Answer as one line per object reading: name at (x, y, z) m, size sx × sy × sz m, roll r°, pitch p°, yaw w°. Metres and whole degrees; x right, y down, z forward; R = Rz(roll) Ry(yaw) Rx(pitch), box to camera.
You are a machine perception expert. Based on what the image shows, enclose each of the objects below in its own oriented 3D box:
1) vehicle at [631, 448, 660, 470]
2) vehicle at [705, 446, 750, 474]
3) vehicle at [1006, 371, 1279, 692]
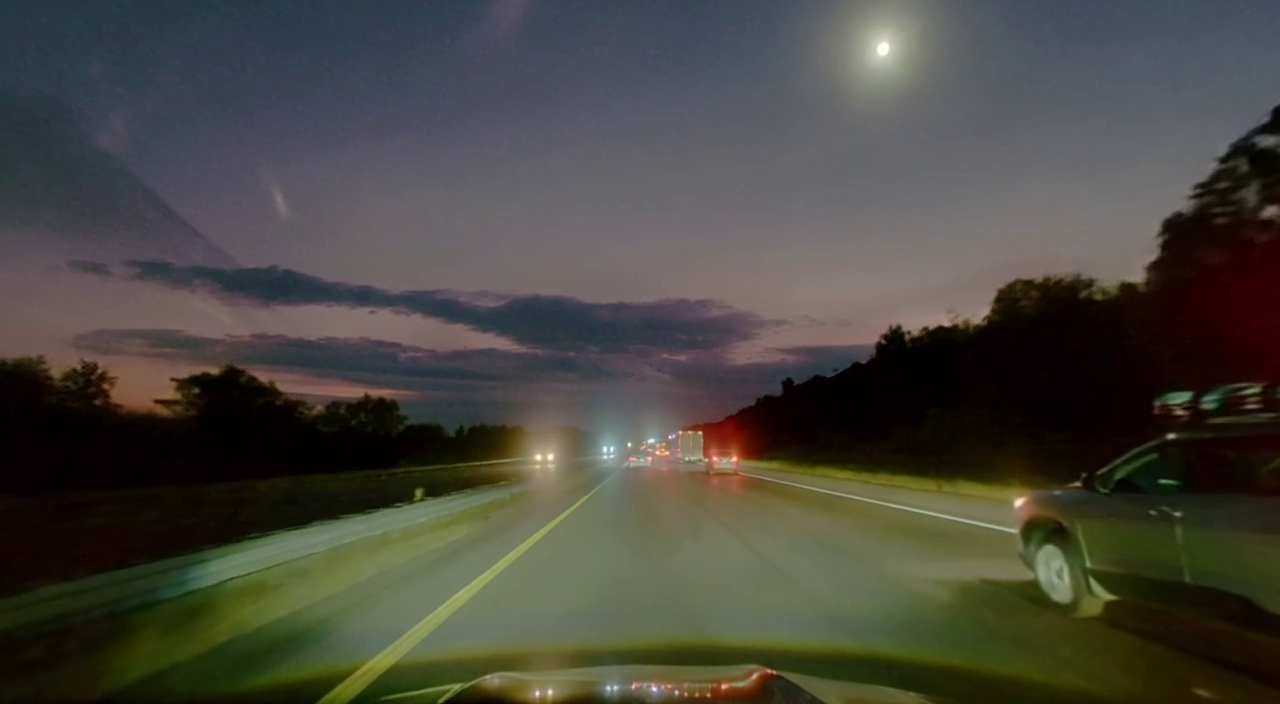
vehicle at (0.383, 7.853, 46.364) m, size 1.991 × 1.459 × 3.769 m, roll 0°, pitch -9°, yaw 0°
vehicle at (4.938, 6.159, 36.131) m, size 1.964 × 1.513 × 3.707 m, roll 0°, pitch -9°, yaw -1°
vehicle at (4.225, 0.940, 3.424) m, size 1.978 × 1.604 × 4.128 m, roll 0°, pitch -9°, yaw 1°
